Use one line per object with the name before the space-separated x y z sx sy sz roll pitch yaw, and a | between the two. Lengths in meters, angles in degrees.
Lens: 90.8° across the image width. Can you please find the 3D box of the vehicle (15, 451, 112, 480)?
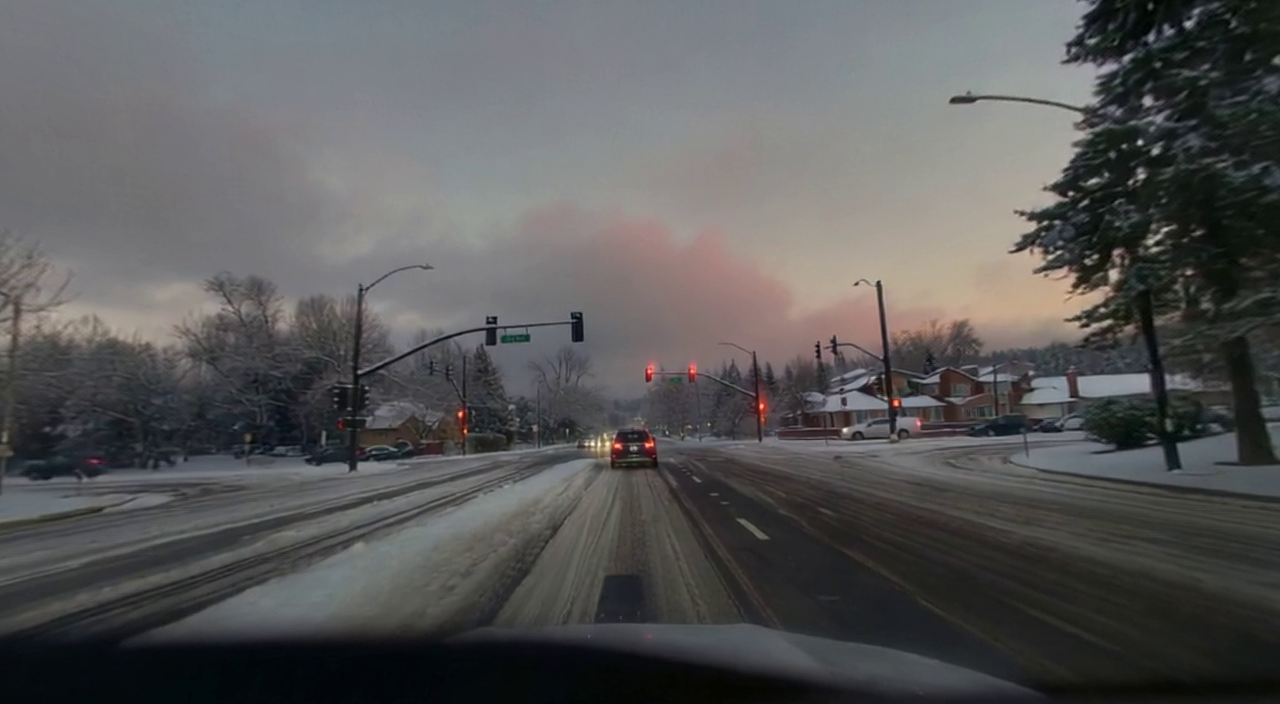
vehicle | -42.971 8.425 47.204 4.904 2.000 2.321 0 -7 -1

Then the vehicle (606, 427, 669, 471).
vehicle | -0.016 3.836 25.388 2.074 1.570 3.647 0 -7 7

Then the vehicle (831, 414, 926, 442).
vehicle | 17.986 5.789 47.946 6.025 2.000 2.876 1 -6 -2
